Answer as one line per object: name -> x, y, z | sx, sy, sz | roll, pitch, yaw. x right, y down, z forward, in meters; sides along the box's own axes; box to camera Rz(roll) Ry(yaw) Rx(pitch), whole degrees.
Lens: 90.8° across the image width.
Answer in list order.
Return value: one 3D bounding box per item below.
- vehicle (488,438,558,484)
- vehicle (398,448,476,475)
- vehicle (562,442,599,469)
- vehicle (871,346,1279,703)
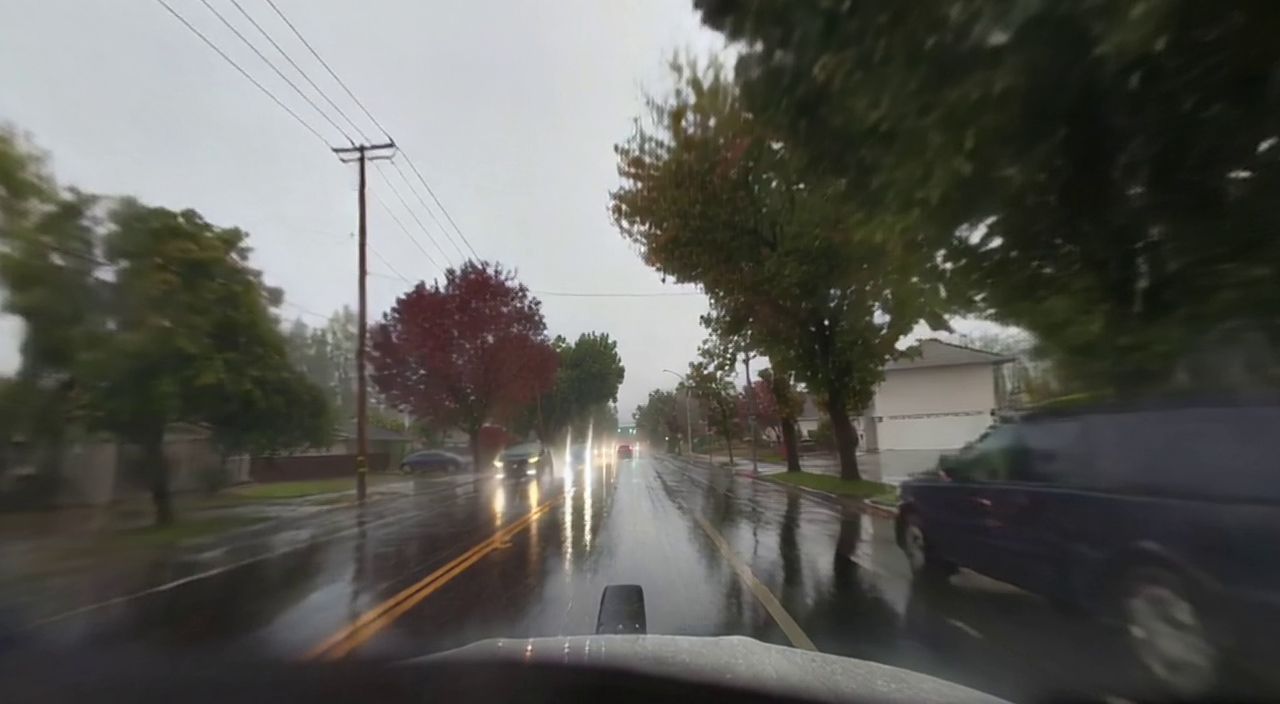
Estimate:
vehicle -> -5.017, 4.751, 27.900 | 2.059, 1.840, 5.317 | 0, -8, 0
vehicle -> -13.933, 7.512, 43.552 | 4.607, 1.772, 2.261 | 0, -8, -1
vehicle -> -3.861, 6.782, 41.561 | 2.090, 1.689, 4.232 | 0, -8, -1
vehicle -> 3.771, 1.146, 4.422 | 2.310, 1.784, 4.993 | 0, -8, -1
